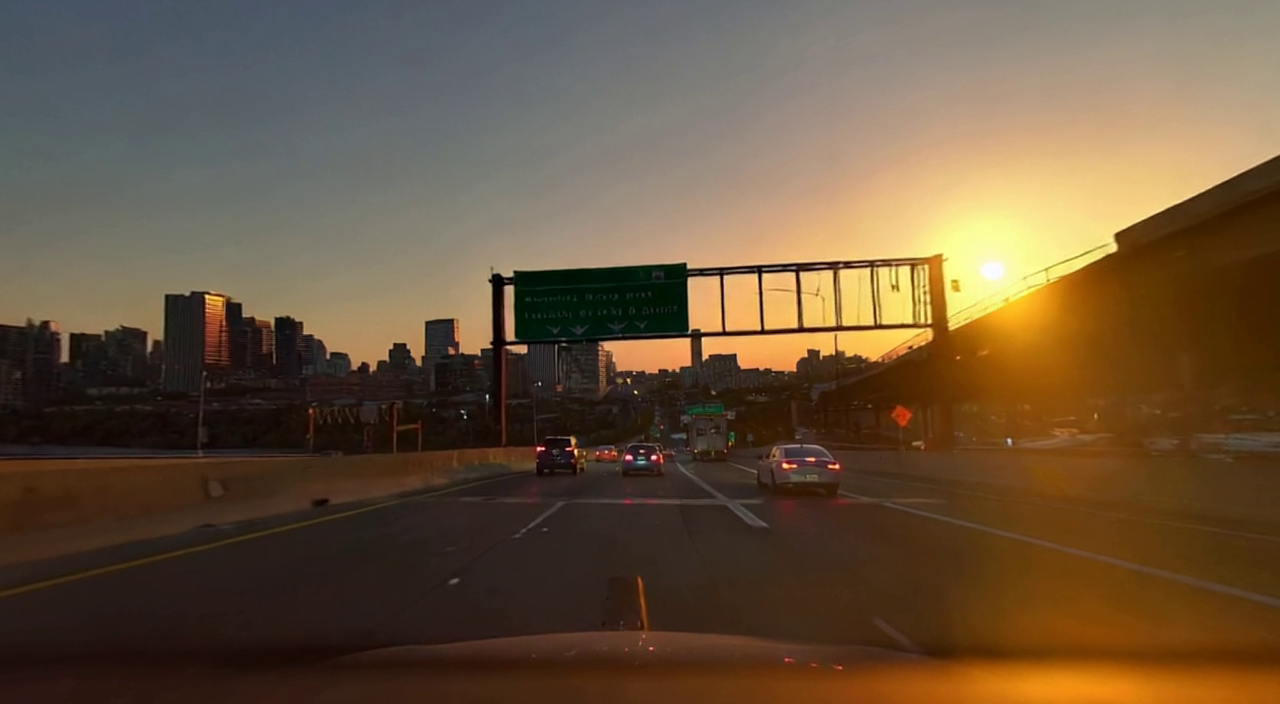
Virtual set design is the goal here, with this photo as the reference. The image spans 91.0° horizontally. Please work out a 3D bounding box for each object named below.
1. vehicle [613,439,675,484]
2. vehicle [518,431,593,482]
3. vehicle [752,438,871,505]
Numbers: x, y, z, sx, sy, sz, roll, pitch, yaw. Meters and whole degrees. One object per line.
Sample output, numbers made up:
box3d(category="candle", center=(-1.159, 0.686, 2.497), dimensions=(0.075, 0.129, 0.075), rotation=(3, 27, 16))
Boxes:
box3d(category="vehicle", center=(0.199, 4.001, 23.269), dimensions=(2.089, 1.493, 3.964), rotation=(0, -8, 2))
box3d(category="vehicle", center=(-3.274, 4.173, 25.460), dimensions=(2.142, 1.819, 4.648), rotation=(0, -8, 3))
box3d(category="vehicle", center=(4.247, 3.009, 16.296), dimensions=(1.974, 1.490, 3.994), rotation=(0, -8, 0))
